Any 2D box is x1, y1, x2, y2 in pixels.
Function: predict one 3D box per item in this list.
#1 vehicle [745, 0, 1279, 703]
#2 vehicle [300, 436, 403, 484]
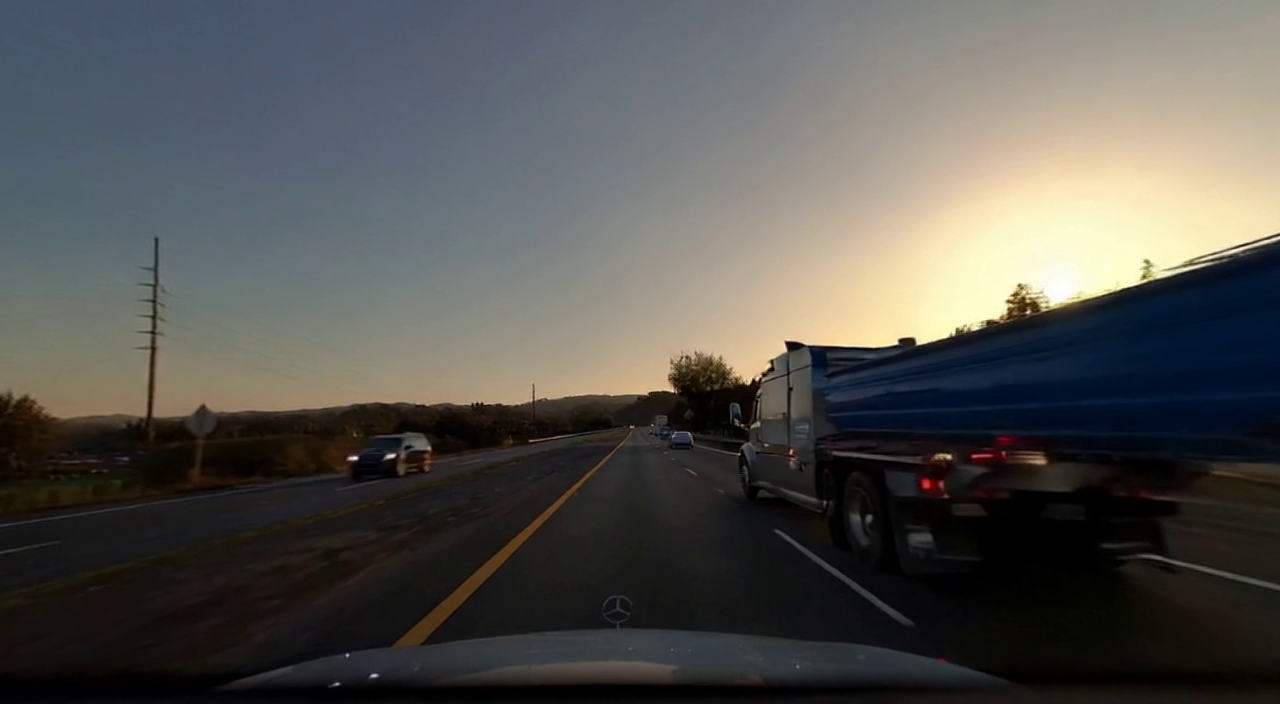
[{"bbox_3d":[3.737,0.398,7.660,3.023,3.885,10.073,0,-8,-1],"label":"vehicle"},{"bbox_3d":[-11.069,4.136,24.491,1.915,1.668,4.330,0,-8,1],"label":"vehicle"}]
